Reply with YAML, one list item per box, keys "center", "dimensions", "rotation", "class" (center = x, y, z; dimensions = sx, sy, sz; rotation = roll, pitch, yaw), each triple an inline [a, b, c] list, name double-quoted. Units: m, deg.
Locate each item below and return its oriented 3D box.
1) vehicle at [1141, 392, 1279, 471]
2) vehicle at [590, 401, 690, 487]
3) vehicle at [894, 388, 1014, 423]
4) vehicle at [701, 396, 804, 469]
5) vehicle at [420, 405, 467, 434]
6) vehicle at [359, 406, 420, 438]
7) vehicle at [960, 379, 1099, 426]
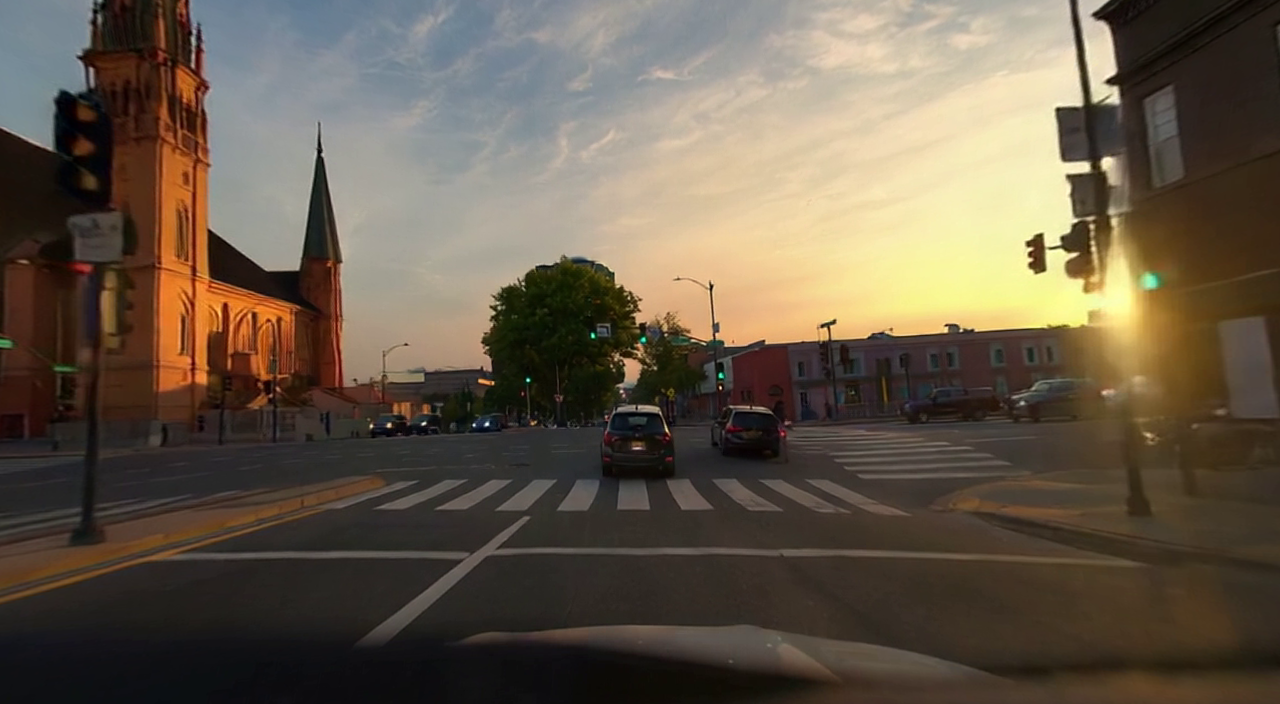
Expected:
- center: [16.445, 2.071, 17.006]
  dimensions: [4.379, 1.486, 1.941]
  rotation: [-5, 2, -3]
  class: "vehicle"
- center: [-0.109, 2.159, 15.830]
  dimensions: [2.168, 1.776, 4.135]
  rotation: [0, -4, -3]
  class: "vehicle"
- center: [14.682, 2.536, 29.695]
  dimensions: [4.488, 1.475, 2.083]
  rotation: [-1, -6, -3]
  class: "vehicle"
- center: [3.240, 2.310, 19.223]
  dimensions: [2.080, 1.735, 4.650]
  rotation: [1, -2, -2]
  class: "vehicle"
- center: [-13.482, 4.697, 43.600]
  dimensions: [2.069, 1.790, 4.358]
  rotation: [1, -8, -3]
  class: "vehicle"
- center: [-16.462, 4.728, 41.808]
  dimensions: [1.969, 1.896, 5.404]
  rotation: [1, -8, -2]
  class: "vehicle"
- center: [16.487, 2.142, 26.907]
  dimensions: [4.512, 1.734, 2.143]
  rotation: [-2, -4, -3]
  class: "vehicle"
